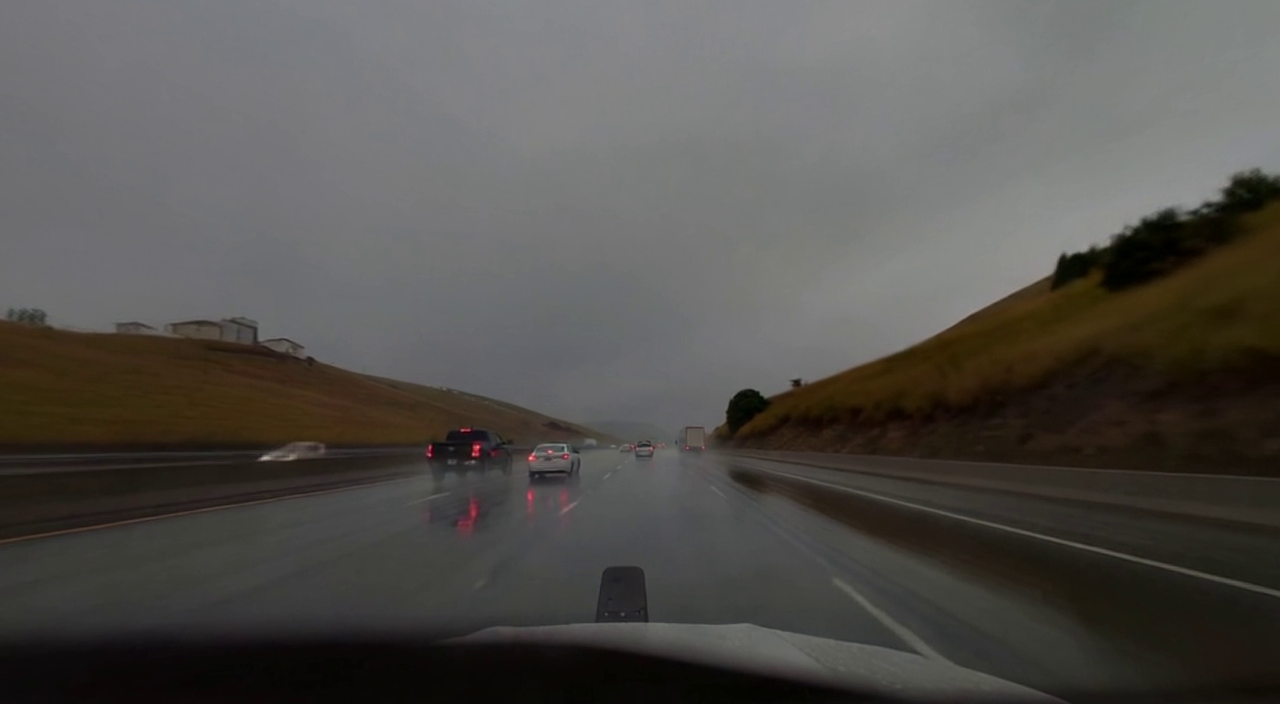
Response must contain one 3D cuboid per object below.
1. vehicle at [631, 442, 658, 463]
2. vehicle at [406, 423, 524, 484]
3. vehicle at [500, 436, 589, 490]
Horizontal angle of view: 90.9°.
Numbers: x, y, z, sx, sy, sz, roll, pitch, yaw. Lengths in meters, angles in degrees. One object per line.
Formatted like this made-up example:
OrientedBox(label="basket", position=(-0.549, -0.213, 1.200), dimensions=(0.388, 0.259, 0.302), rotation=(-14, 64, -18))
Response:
OrientedBox(label="vehicle", position=(0.371, 7.790, 49.176), dimensions=(2.031, 1.566, 3.904), rotation=(0, -8, 0))
OrientedBox(label="vehicle", position=(-6.583, 3.938, 24.768), dimensions=(2.589, 2.063, 6.206), rotation=(0, -8, 2))
OrientedBox(label="vehicle", position=(-2.978, 3.589, 20.756), dimensions=(2.091, 1.552, 4.516), rotation=(0, -8, 2))
